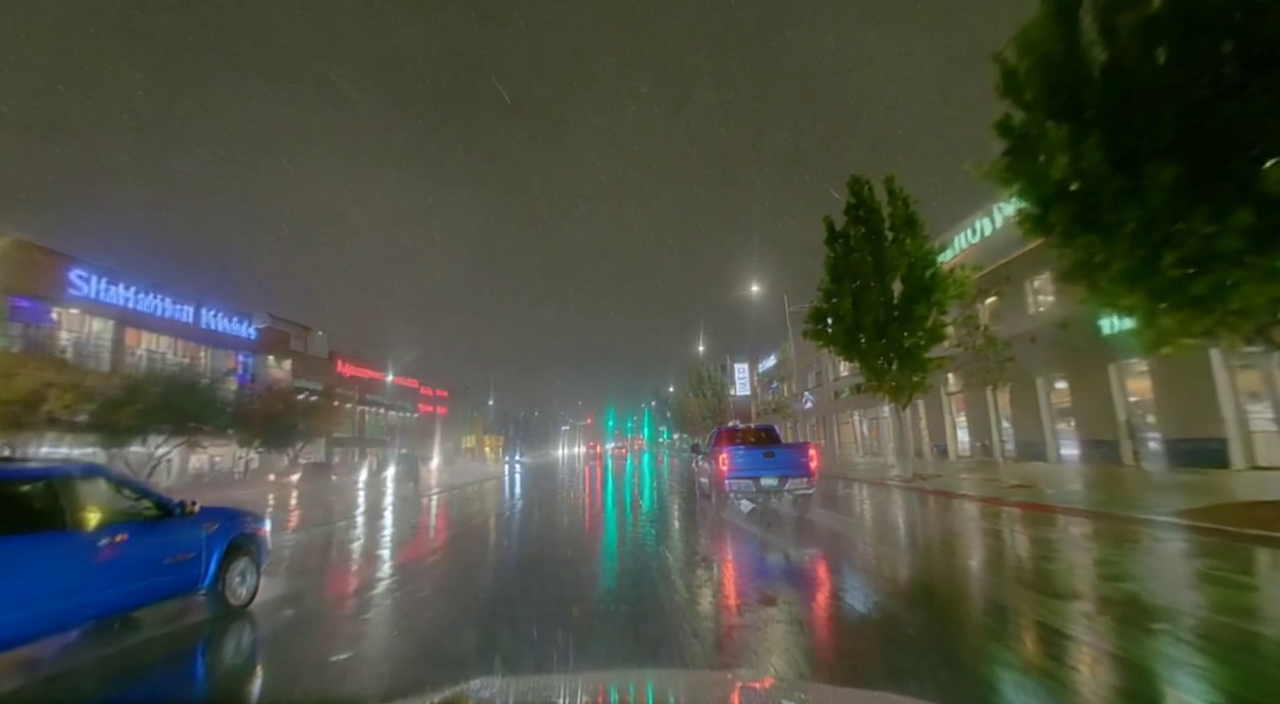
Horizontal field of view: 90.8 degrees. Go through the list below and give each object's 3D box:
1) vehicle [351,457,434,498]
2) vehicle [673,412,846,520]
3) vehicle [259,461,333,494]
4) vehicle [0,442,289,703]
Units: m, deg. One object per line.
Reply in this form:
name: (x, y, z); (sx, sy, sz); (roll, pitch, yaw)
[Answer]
vehicle: (-9.947, 5.053, 25.786); (1.780, 1.412, 4.283); (-1, -8, -2)
vehicle: (2.349, 2.515, 14.535); (2.590, 1.932, 5.776); (0, -8, -3)
vehicle: (-21.441, 7.801, 39.579); (2.078, 1.779, 4.497); (-1, -8, 0)
vehicle: (-3.704, 1.125, 2.736); (1.888, 1.424, 4.553); (-1, -8, -2)
